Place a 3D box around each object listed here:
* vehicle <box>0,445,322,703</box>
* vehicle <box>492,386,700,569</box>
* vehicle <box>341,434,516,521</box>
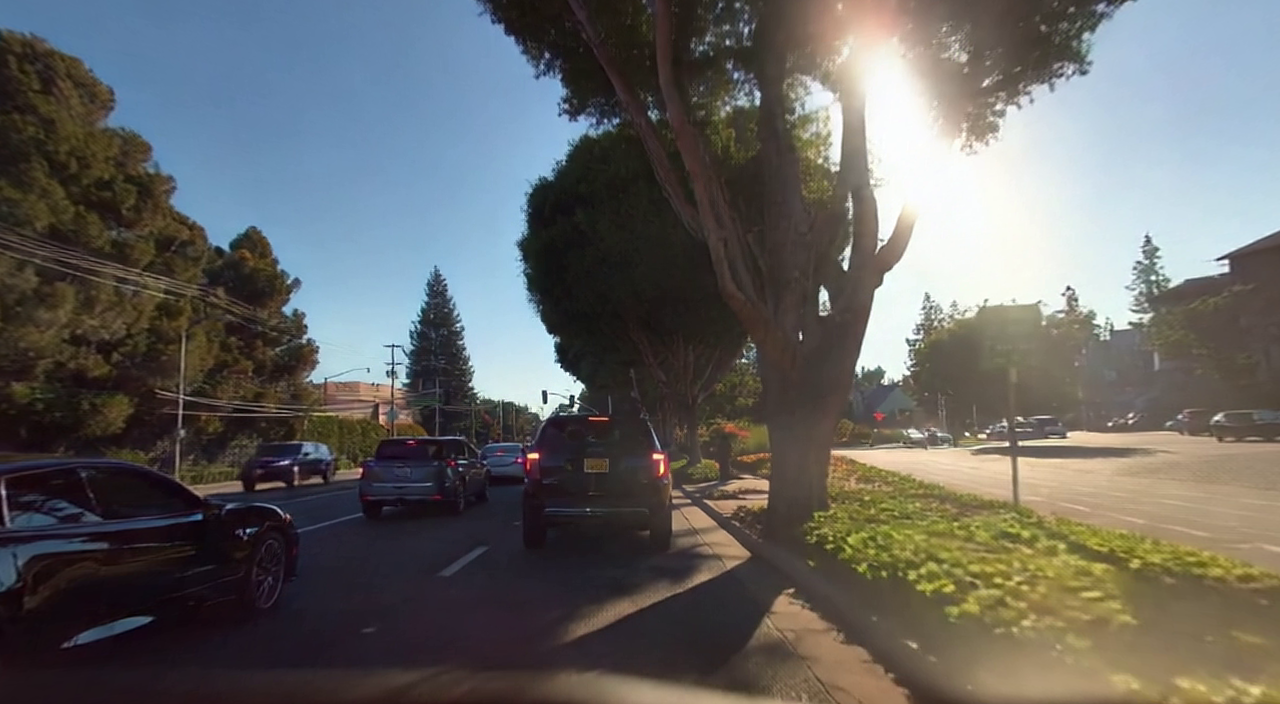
[{"bbox_3d":[-3.743,1.150,3.274,1.865,1.314,4.461,0,-8,0],"label":"vehicle"},{"bbox_3d":[-0.450,1.504,8.154,2.012,1.769,3.897,0,-8,-1],"label":"vehicle"},{"bbox_3d":[-4.077,2.486,13.120,2.087,1.485,4.452,0,-8,0],"label":"vehicle"}]
